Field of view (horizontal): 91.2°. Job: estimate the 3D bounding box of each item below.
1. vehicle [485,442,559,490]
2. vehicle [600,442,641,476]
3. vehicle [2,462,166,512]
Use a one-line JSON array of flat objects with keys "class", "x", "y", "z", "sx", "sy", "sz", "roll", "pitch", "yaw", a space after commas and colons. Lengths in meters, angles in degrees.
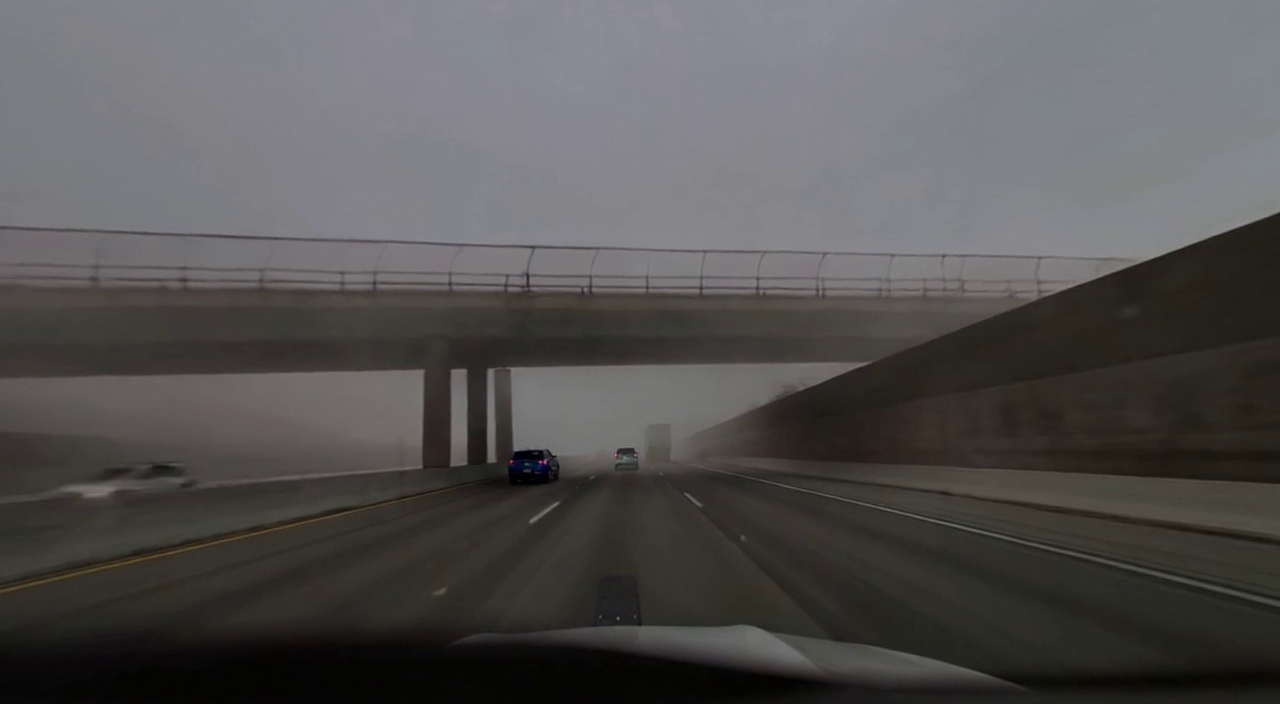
[{"class": "vehicle", "x": -4.203, "y": 4.124, "z": 22.961, "sx": 1.987, "sy": 1.548, "sz": 3.981, "roll": 0, "pitch": -9, "yaw": -1}, {"class": "vehicle", "x": -0.965, "y": 5.477, "z": 32.272, "sx": 2.004, "sy": 1.615, "sz": 4.113, "roll": 0, "pitch": -9, "yaw": -1}, {"class": "vehicle", "x": -20.179, "y": 4.878, "z": 23.100, "sx": 1.844, "sy": 1.544, "sz": 4.608, "roll": 0, "pitch": -9, "yaw": 0}]
